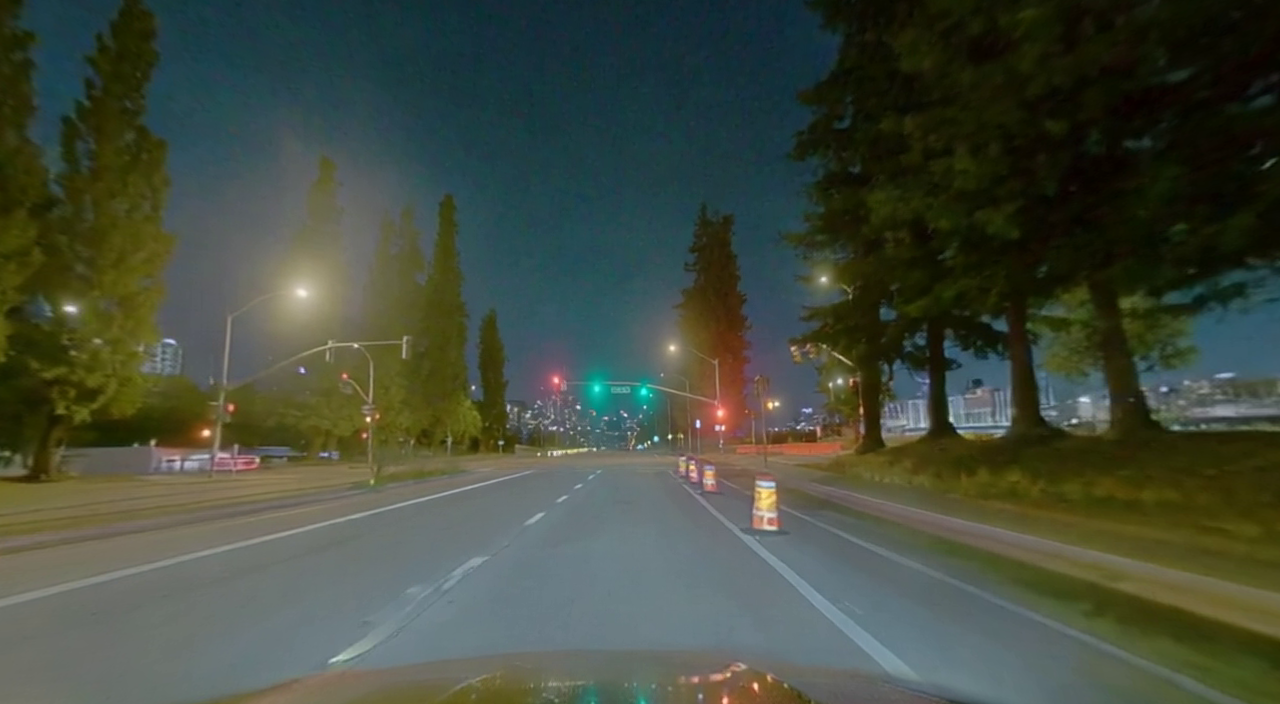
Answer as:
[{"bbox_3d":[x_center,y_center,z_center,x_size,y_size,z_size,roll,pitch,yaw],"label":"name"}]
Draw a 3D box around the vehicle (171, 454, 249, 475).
[{"bbox_3d":[-32.978,8.616,48.519,4.530,1.540,2.057,-1,-8,4],"label":"vehicle"}]
